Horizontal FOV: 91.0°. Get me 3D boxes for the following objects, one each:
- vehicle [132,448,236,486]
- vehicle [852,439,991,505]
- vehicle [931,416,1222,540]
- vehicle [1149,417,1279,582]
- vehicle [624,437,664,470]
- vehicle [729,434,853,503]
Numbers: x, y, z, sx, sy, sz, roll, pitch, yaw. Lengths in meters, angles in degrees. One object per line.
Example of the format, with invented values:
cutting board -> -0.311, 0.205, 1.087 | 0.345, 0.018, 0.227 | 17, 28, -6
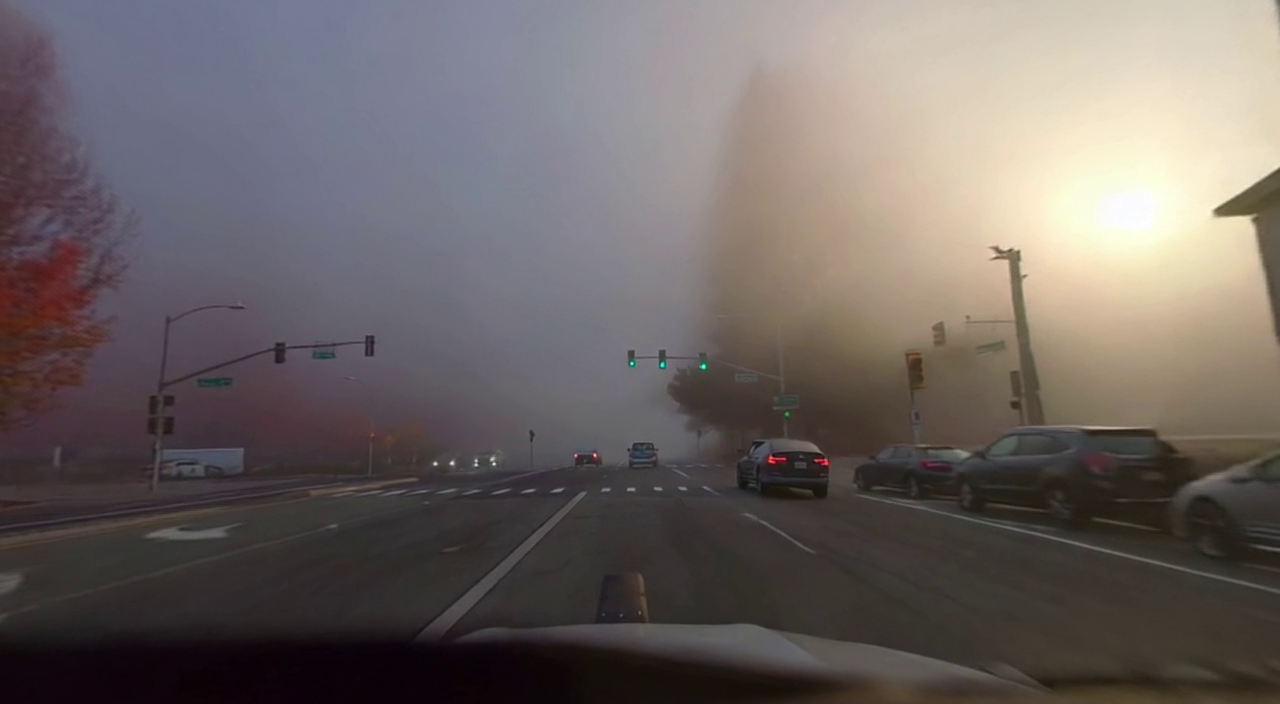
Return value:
vehicle -> -35.136, 8.859, 48.627 | 5.947, 2.769, 2.763 | -1, -9, 6
vehicle -> 7.198, 3.083, 16.590 | 1.852, 1.494, 3.850 | 0, -9, 0
vehicle -> 7.150, 2.098, 11.071 | 1.934, 1.723, 4.414 | 0, -9, 0
vehicle -> 7.192, 1.358, 5.604 | 1.876, 1.598, 4.171 | 0, -9, 2
vehicle -> 0.204, 6.188, 38.580 | 2.239, 1.856, 4.815 | 0, -9, -1
vehicle -> 3.736, 2.984, 16.488 | 2.178, 1.546, 4.311 | 0, -9, 0
